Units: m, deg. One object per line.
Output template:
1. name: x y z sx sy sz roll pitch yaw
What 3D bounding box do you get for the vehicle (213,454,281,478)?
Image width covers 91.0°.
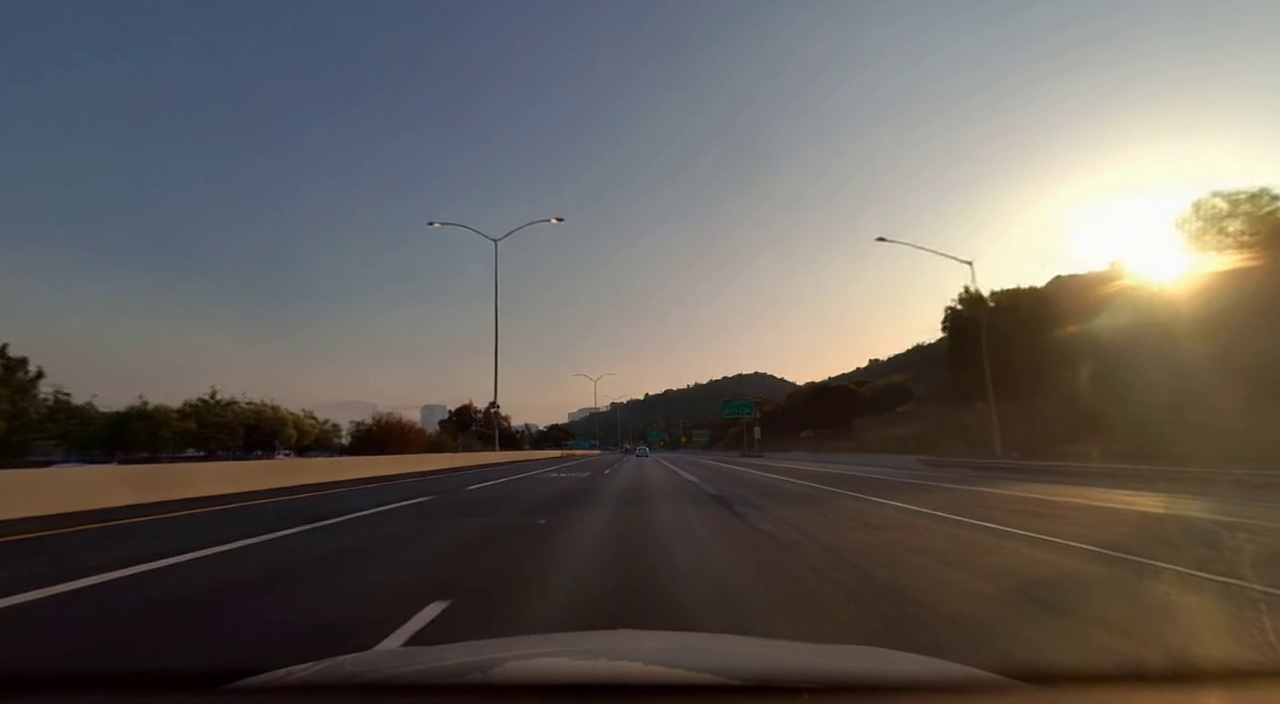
1. vehicle: -28.103 8.162 45.243 1.894 1.521 4.466 0 -9 1
